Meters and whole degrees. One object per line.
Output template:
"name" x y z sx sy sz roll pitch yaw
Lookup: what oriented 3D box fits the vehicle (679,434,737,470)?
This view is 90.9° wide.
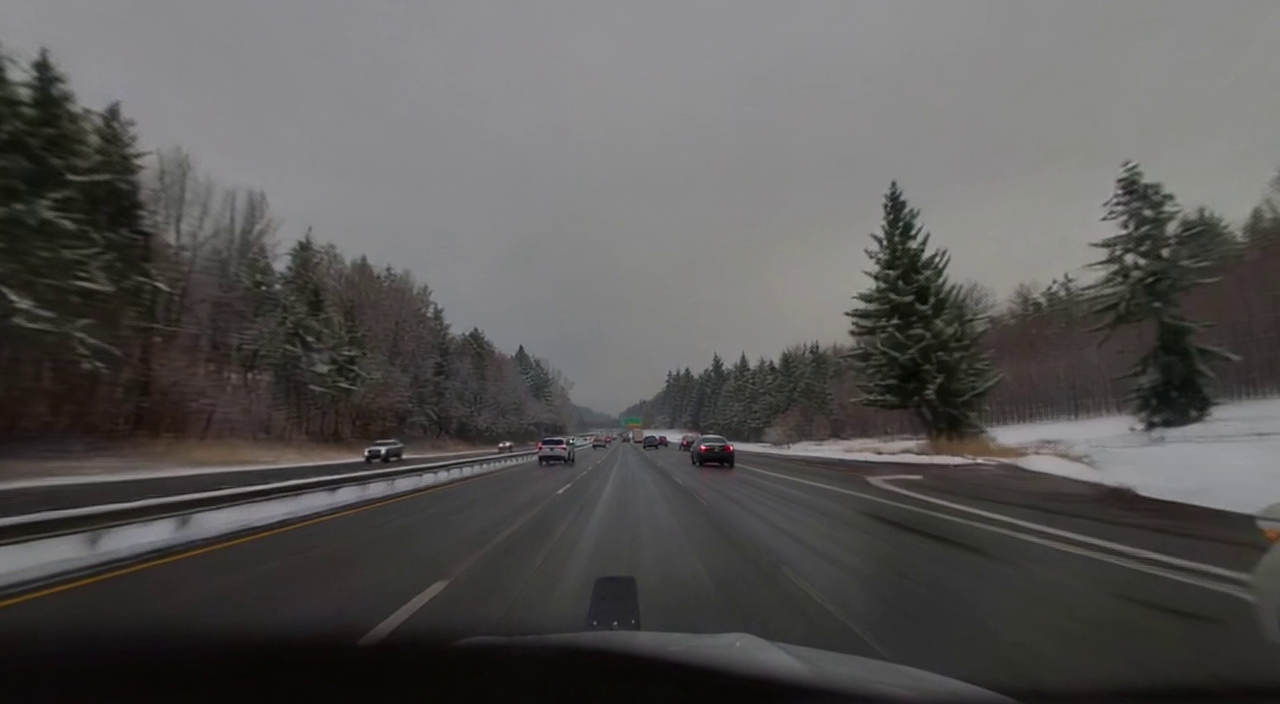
"vehicle" 2.951 4.440 28.166 1.990 1.480 3.865 0 -8 -2

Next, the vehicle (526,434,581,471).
"vehicle" -4.062 4.746 30.246 2.011 1.614 4.808 0 -8 -1
